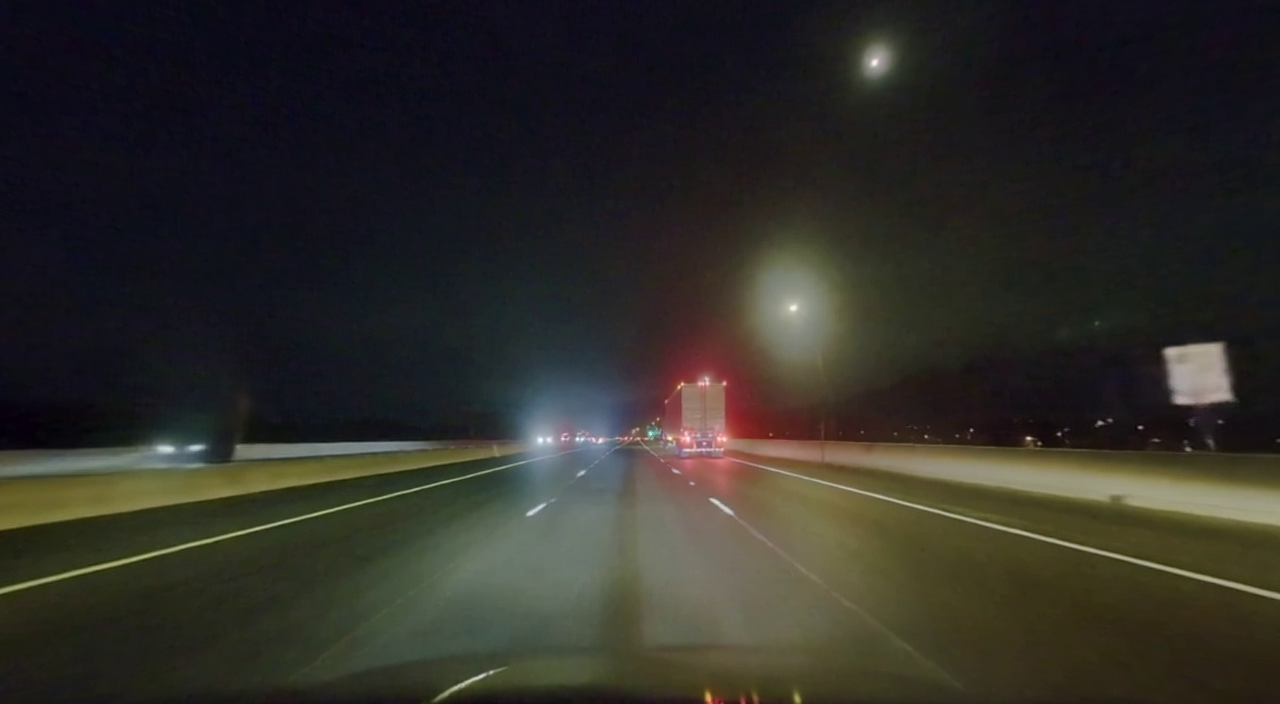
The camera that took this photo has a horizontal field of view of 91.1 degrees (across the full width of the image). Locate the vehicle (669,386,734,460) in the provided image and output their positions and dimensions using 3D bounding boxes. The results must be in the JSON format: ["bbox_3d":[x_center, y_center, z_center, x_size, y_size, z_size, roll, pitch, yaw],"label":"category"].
[{"bbox_3d":[3.496,4.374,37.945,2.859,3.981,8.596,0,-8,-1],"label":"vehicle"}]
